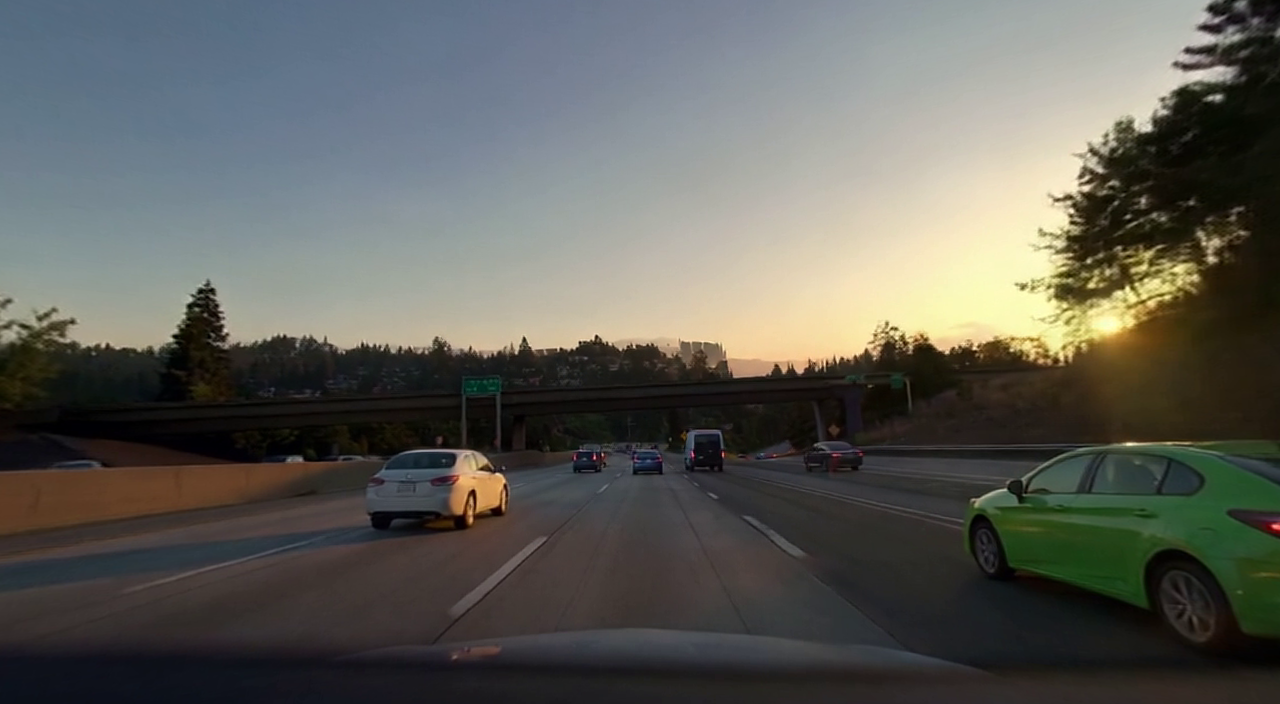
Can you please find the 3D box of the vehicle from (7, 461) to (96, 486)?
[{"bbox_3d":[-40.699,8.417,43.802,1.705,1.481,4.599,0,-8,1],"label":"vehicle"}]

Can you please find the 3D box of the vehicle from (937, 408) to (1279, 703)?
[{"bbox_3d":[4.179,1.237,4.311,2.085,1.558,4.466,0,-8,0],"label":"vehicle"}]

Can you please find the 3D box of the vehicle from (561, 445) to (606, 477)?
[{"bbox_3d":[-3.249,6.374,37.146,2.078,1.706,4.298,-1,-8,2],"label":"vehicle"}]

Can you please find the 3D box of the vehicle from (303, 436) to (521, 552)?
[{"bbox_3d":[-3.521,2.254,10.709,2.137,1.562,3.926,-1,-8,2],"label":"vehicle"}]

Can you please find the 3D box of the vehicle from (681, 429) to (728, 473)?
[{"bbox_3d":[4.243,6.666,42.659,2.436,2.745,6.607,0,-8,0],"label":"vehicle"}]

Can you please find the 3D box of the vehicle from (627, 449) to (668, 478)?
[{"bbox_3d":[0.399,6.152,35.021,2.174,1.467,4.005,0,-8,0],"label":"vehicle"}]
